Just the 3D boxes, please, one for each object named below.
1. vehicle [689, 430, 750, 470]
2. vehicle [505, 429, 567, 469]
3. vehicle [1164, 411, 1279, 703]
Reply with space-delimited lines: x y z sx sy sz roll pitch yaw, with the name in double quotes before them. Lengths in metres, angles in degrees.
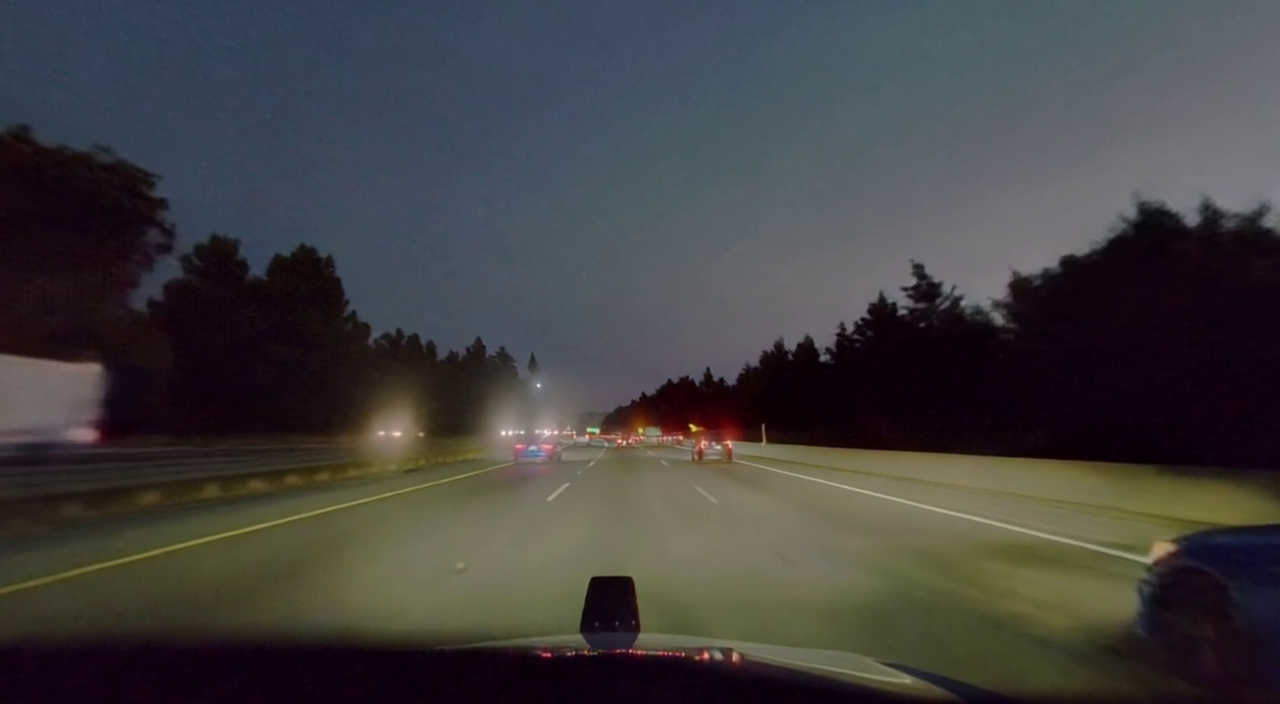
"vehicle" 3.267 4.099 26.560 1.883 1.536 3.792 1 -8 -3
"vehicle" -4.224 3.992 26.292 1.941 1.529 4.111 0 -8 -1
"vehicle" 3.970 0.844 1.548 1.986 1.488 3.867 0 -8 -1
